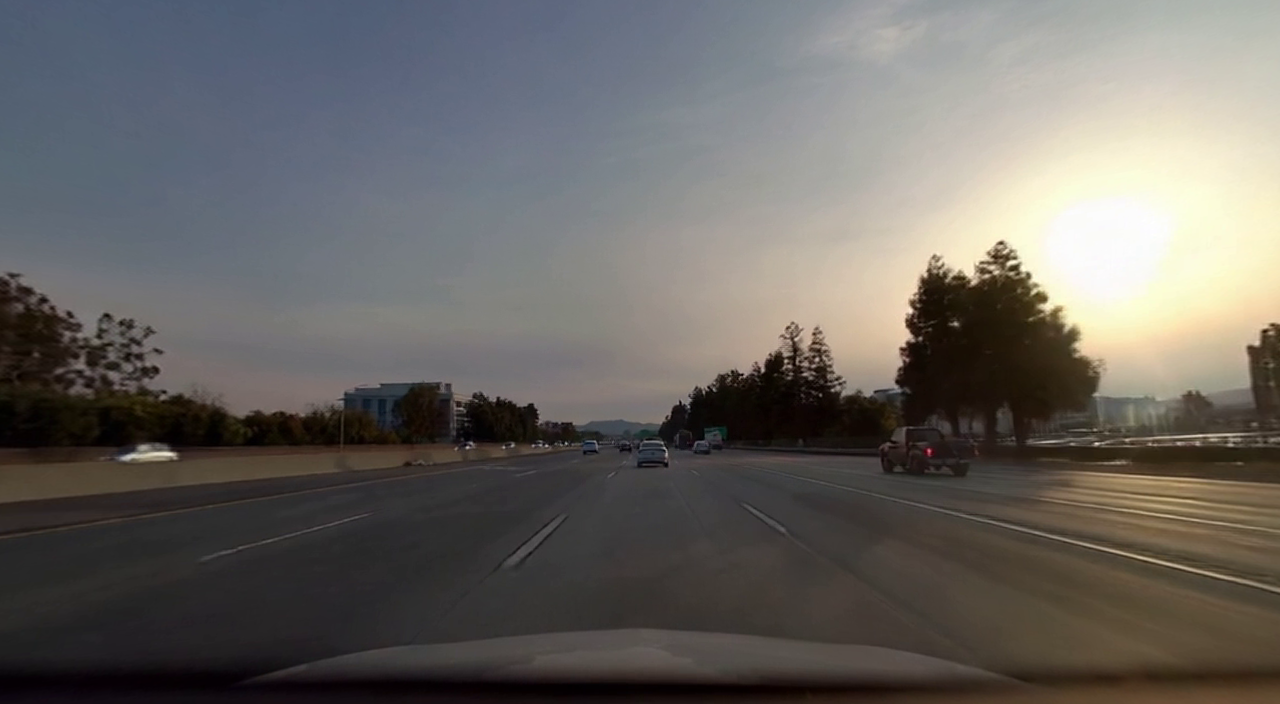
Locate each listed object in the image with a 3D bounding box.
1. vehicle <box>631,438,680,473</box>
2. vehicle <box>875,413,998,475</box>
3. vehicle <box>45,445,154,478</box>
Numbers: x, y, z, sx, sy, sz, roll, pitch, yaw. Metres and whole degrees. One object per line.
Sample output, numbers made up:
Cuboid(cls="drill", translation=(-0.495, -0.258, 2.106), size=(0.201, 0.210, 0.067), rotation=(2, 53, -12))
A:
Cuboid(cls="vehicle", translation=(0.664, 4.734, 29.135), size=(2.112, 1.482, 4.082), rotation=(0, -8, 0))
Cuboid(cls="vehicle", translation=(12.950, 4.095, 28.193), size=(2.336, 2.415, 6.056), rotation=(0, -8, -2))
Cuboid(cls="vehicle", translation=(-32.266, 6.525, 37.871), size=(2.002, 1.777, 5.022), rotation=(0, -8, 1))
